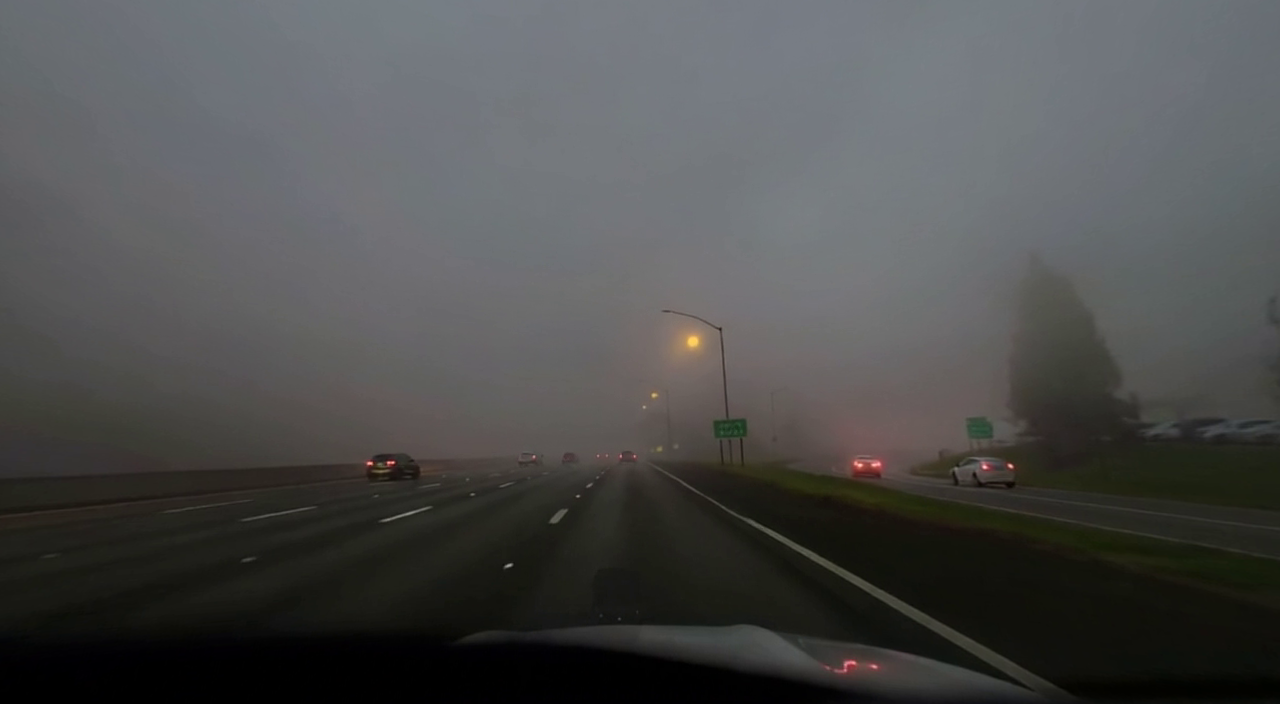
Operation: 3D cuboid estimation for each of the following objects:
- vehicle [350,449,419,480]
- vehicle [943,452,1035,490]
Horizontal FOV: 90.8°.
[{"bbox_3d":[-14.275,6.304,35.621,2.057,1.619,4.443,0,-9,0],"label":"vehicle"},{"bbox_3d":[18.181,6.196,33.285,2.172,1.778,5.085,0,-9,4],"label":"vehicle"}]
